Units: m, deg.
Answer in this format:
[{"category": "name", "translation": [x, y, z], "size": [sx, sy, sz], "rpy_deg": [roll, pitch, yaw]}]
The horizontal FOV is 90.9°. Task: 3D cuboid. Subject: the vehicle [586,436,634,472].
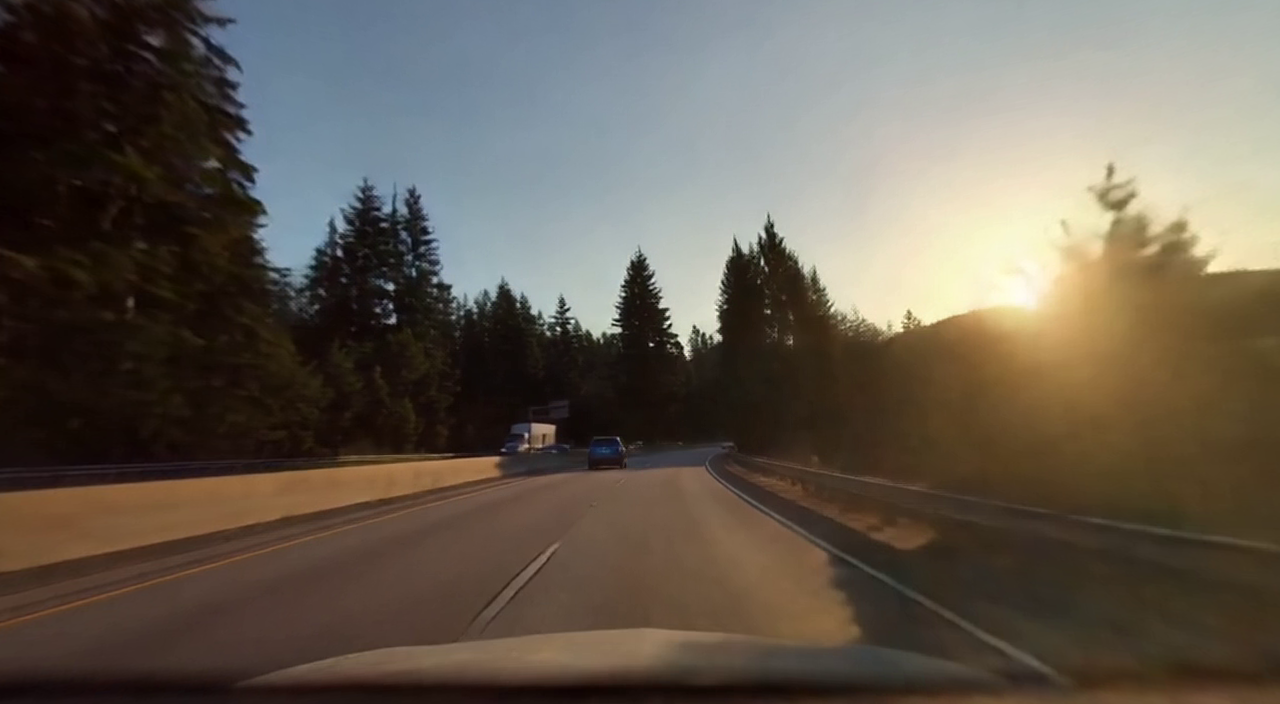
[{"category": "vehicle", "translation": [-1.526, 5.439, 33.886], "size": [2.005, 1.752, 4.479], "rpy_deg": [-1, -8, 5]}]
